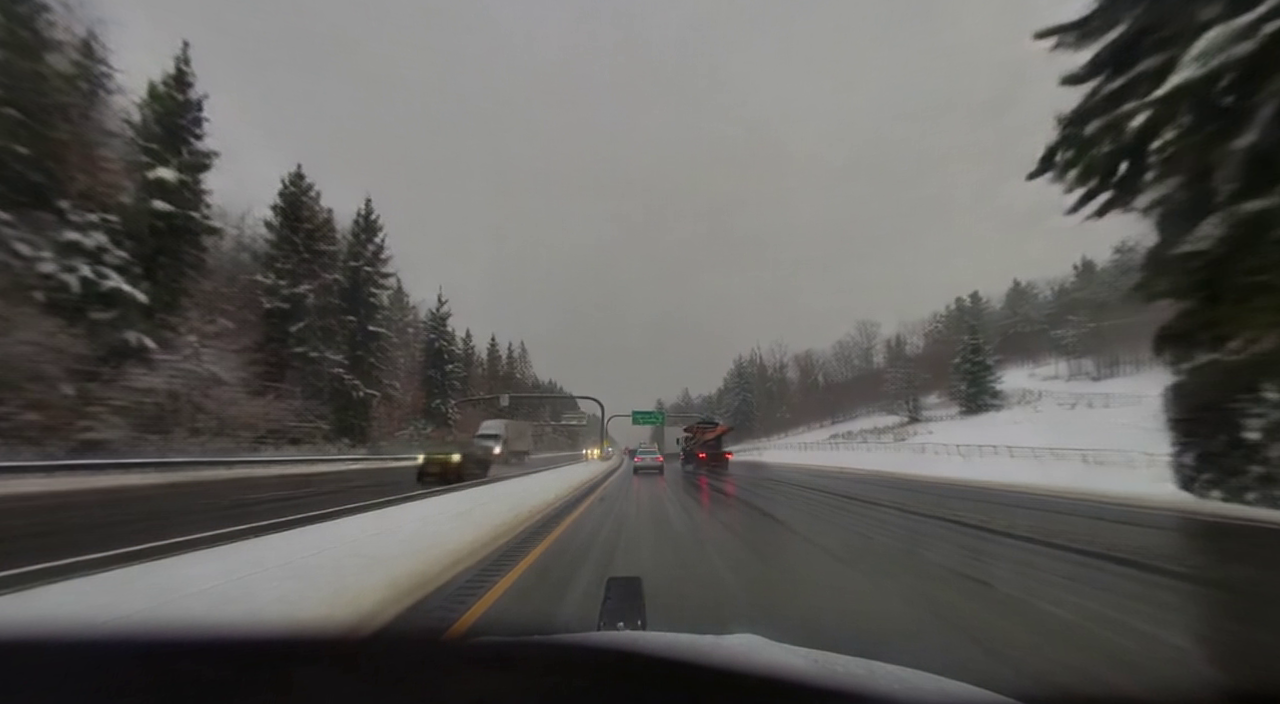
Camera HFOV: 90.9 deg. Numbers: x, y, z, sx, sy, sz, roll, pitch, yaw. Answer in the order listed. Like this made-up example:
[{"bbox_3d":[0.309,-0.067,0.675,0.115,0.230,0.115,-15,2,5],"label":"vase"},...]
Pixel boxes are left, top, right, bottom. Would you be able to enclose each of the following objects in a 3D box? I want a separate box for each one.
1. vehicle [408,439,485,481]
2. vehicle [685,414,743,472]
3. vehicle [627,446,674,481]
[{"bbox_3d":[-8.480,4.759,28.060,2.044,1.696,4.248,0,-9,0],"label":"vehicle"},{"bbox_3d":[4.500,5.755,39.794,2.600,3.282,7.635,0,-9,-1],"label":"vehicle"},{"bbox_3d":[0.449,5.193,29.746,2.069,1.523,4.012,0,-9,-1],"label":"vehicle"}]
